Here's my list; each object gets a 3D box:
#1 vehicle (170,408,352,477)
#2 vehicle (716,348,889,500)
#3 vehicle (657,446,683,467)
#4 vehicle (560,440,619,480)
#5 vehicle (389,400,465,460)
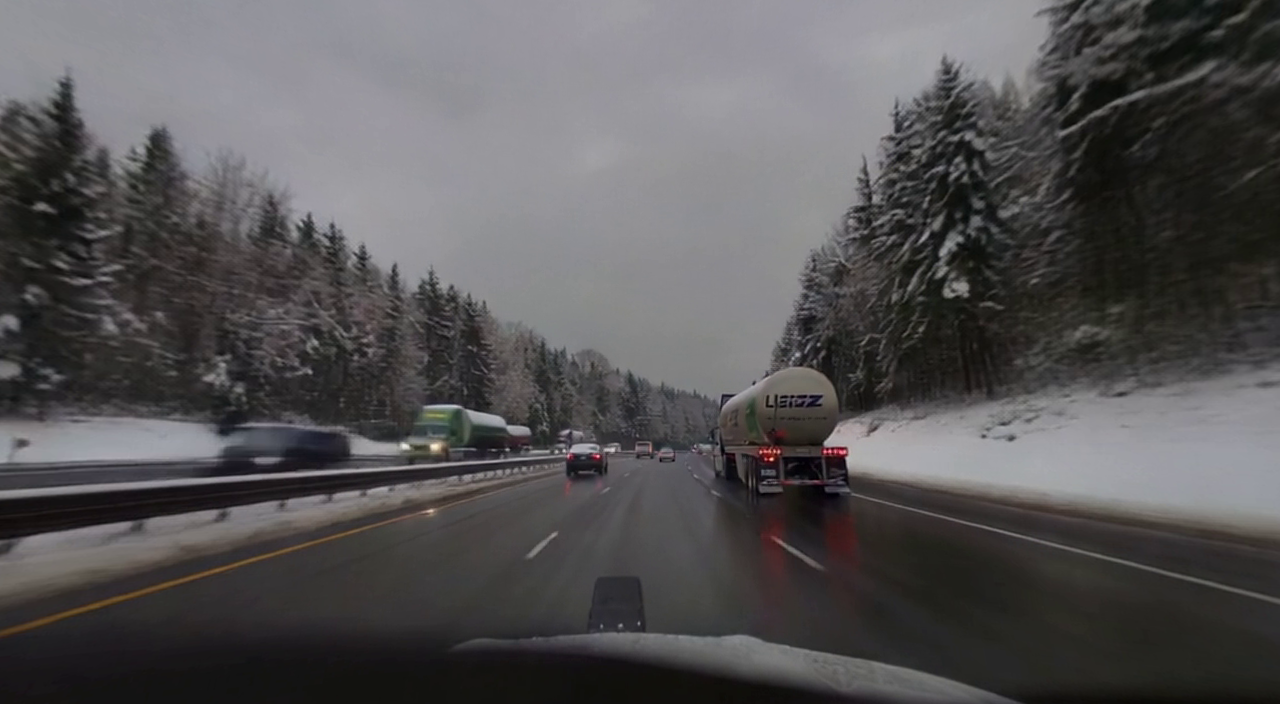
[{"bbox_3d":[-11.496,2.858,19.753,2.370,1.854,5.111,0,-9,2],"label":"vehicle"},{"bbox_3d":[5.096,2.938,23.569,3.057,3.993,13.914,0,-9,1],"label":"vehicle"},{"bbox_3d":[2.355,8.156,49.213,1.990,1.537,3.725,0,-9,3],"label":"vehicle"},{"bbox_3d":[-2.251,5.021,29.577,2.205,1.728,4.397,0,-9,3],"label":"vehicle"},{"bbox_3d":[-14.663,5.560,43.936,2.905,3.909,5.792,-1,-9,4],"label":"vehicle"}]
